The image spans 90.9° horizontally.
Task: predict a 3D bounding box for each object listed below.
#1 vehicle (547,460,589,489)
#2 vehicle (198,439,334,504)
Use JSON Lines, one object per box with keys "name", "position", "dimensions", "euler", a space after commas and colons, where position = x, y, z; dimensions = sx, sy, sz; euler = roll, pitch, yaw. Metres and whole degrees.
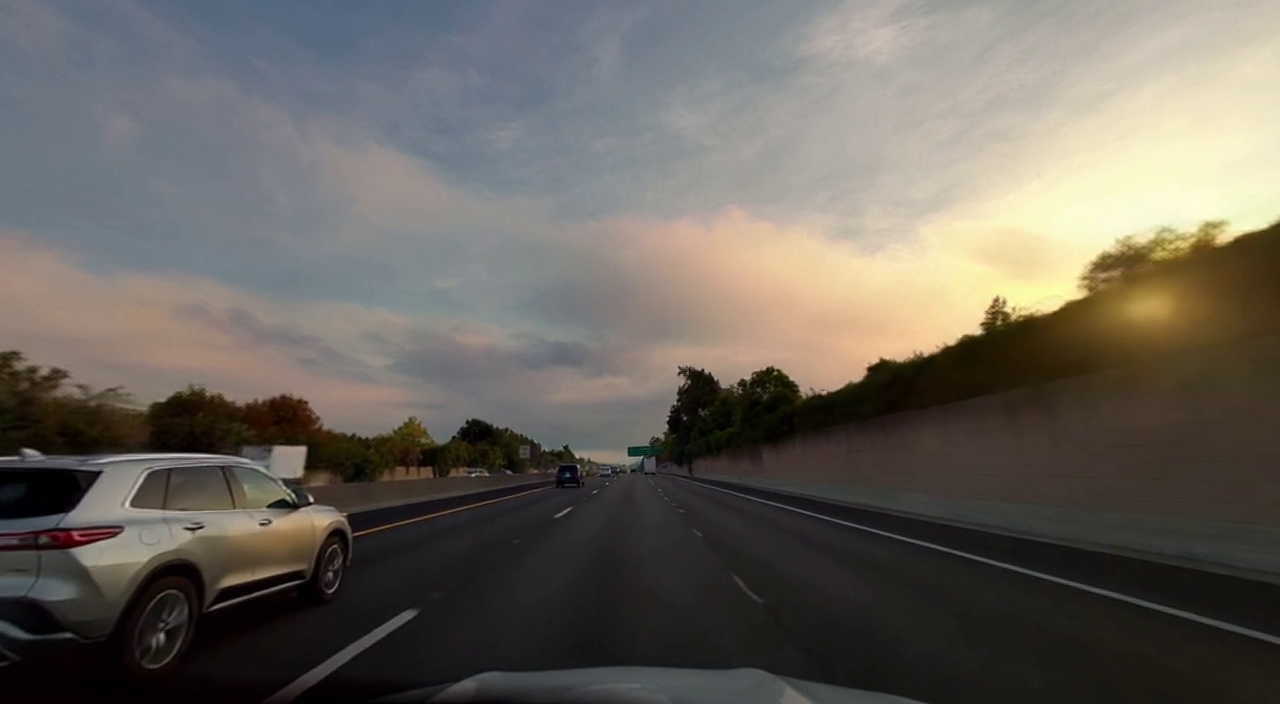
{"name": "vehicle", "position": [-4.615, 7.984, 41.289], "dimensions": [2.178, 1.736, 4.847], "euler": [1, -10, 0]}
{"name": "vehicle", "position": [-20.284, 6.575, 34.858], "dimensions": [2.904, 3.124, 7.327], "euler": [1, -10, 0]}
